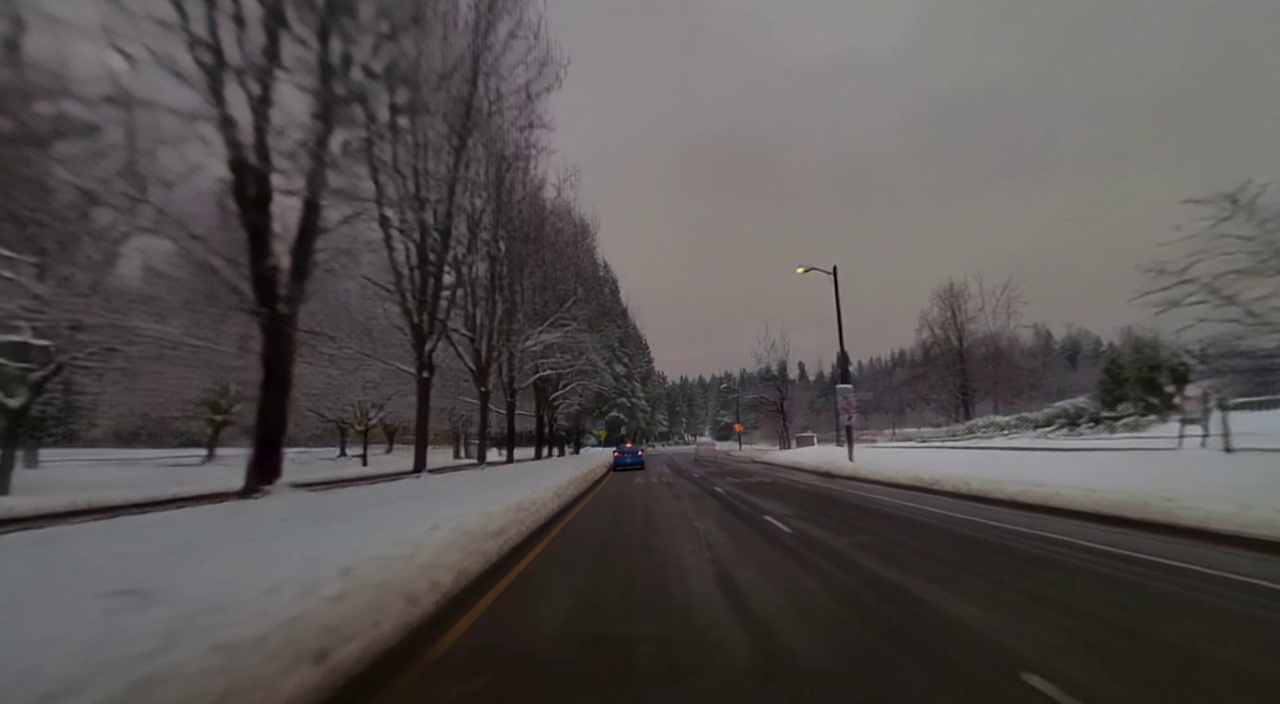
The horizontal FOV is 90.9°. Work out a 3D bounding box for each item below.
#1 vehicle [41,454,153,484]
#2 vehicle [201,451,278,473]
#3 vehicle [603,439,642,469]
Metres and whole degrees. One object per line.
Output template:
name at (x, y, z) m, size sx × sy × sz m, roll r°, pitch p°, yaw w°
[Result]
vehicle at (-30.017, 6.457, 34.968) m, size 4.468 × 1.471 × 1.879 m, roll -1°, pitch -8°, yaw 1°
vehicle at (-30.318, 8.345, 47.859) m, size 4.455 × 1.566 × 2.029 m, roll 0°, pitch -8°, yaw -2°
vehicle at (-0.894, 5.489, 34.214) m, size 1.978 × 1.499 × 3.915 m, roll -1°, pitch -8°, yaw 0°
